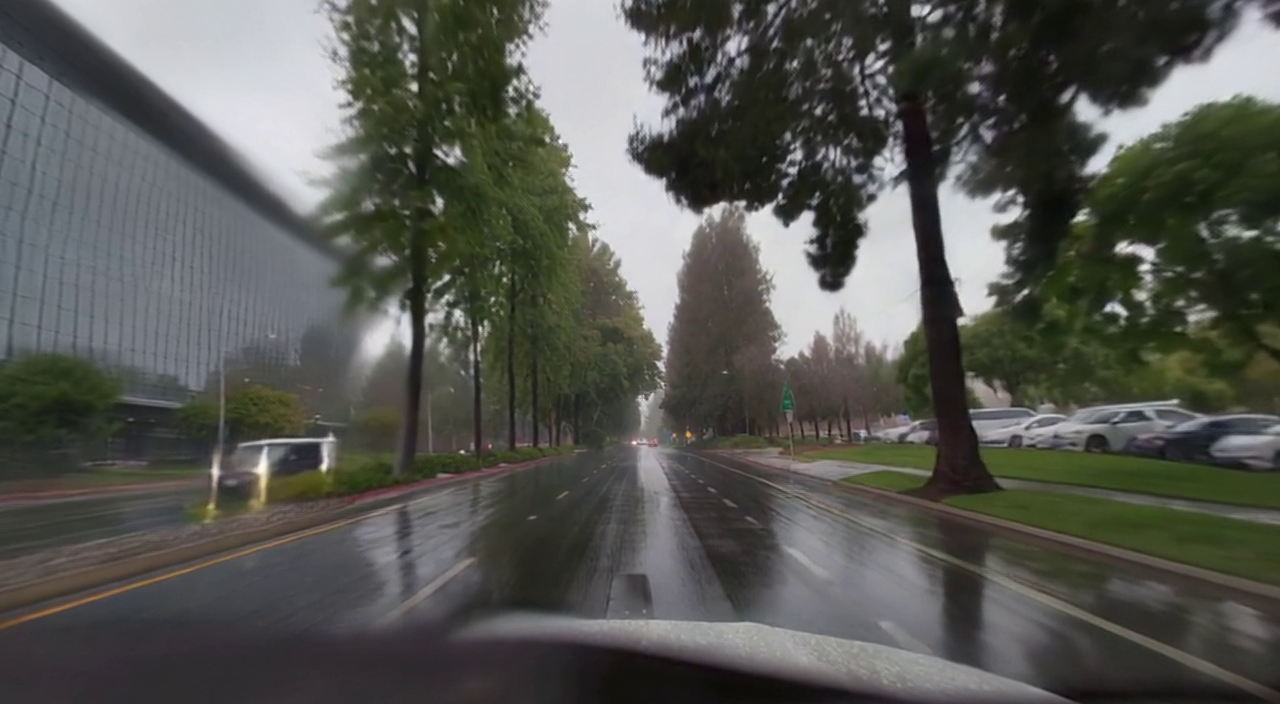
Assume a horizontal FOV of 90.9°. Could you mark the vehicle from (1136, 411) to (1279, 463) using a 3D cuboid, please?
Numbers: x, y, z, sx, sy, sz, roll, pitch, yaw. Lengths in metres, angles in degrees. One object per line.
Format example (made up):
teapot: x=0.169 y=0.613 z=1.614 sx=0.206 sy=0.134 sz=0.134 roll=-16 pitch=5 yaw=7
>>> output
vehicle: x=16.311 y=2.361 z=17.548 sx=3.348 sy=1.356 sz=1.991 roll=0 pitch=-8 yaw=-5

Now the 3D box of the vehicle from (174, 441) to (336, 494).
vehicle: x=-12.182 y=3.655 z=20.458 sx=2.128 sy=1.514 sz=4.784 roll=-1 pitch=-8 yaw=2

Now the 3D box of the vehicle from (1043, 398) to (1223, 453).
vehicle: x=15.358 y=2.320 z=19.825 sx=3.935 sy=1.487 sz=2.018 roll=-2 pitch=-7 yaw=0
